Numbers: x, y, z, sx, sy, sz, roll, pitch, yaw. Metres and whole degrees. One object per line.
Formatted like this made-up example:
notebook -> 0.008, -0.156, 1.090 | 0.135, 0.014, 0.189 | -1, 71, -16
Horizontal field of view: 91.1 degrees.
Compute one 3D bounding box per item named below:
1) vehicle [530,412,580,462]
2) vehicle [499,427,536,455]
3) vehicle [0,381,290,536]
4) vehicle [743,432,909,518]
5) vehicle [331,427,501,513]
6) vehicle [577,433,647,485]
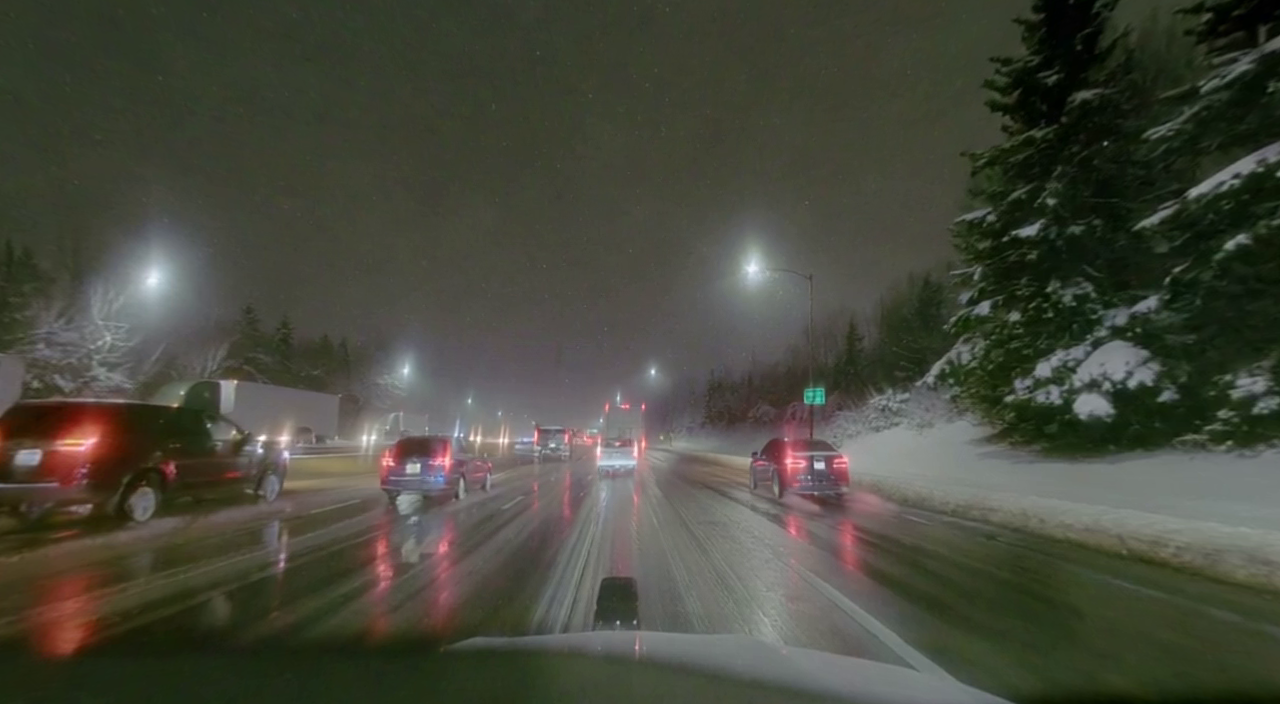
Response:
vehicle -> -4.846, 4.965, 36.774 | 2.303, 2.610, 6.579 | 0, -8, -3
vehicle -> -9.405, 6.864, 48.638 | 2.023, 1.992, 4.581 | 0, -8, -2
vehicle -> -8.126, 1.654, 10.296 | 2.158, 1.943, 4.662 | 0, -8, -1
vehicle -> 3.615, 2.453, 13.224 | 1.981, 1.474, 4.396 | 0, -8, -2
vehicle -> -4.416, 2.367, 13.260 | 2.046, 1.493, 4.384 | 0, -8, -1
vehicle -> -0.864, 3.301, 19.795 | 1.980, 1.478, 3.758 | 0, -8, -2
